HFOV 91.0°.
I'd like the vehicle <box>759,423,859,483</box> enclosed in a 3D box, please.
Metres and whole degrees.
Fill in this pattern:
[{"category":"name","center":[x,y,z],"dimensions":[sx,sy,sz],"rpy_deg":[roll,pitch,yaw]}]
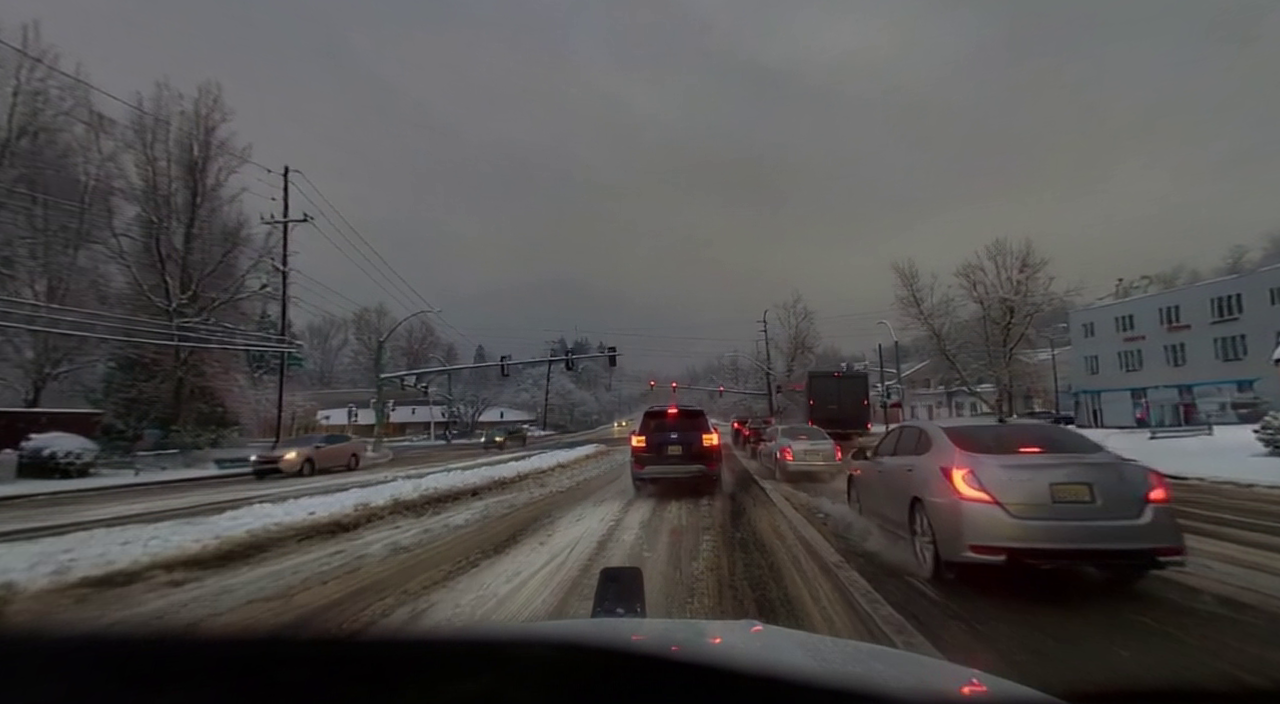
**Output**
[{"category":"vehicle","center":[4.509,2.785,17.450],"dimensions":[1.862,1.451,4.083],"rpy_deg":[0,-9,4]}]

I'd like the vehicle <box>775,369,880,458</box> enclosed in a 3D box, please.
[{"category":"vehicle","center":[9.181,3.348,32.138],"dimensions":[2.965,3.900,9.064],"rpy_deg":[0,-9,3]}]

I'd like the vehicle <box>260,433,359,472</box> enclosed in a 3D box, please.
[{"category":"vehicle","center":[-15.768,4.814,30.331],"dimensions":[1.950,1.713,4.406],"rpy_deg":[-1,-9,7]}]

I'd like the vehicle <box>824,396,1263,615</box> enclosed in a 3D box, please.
[{"category":"vehicle","center":[3.489,1.416,6.789],"dimensions":[2.109,1.500,4.585],"rpy_deg":[-1,-9,7]}]

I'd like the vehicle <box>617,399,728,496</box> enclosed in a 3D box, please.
[{"category":"vehicle","center":[0.884,2.235,14.758],"dimensions":[2.188,1.892,4.488],"rpy_deg":[-1,-9,6]}]

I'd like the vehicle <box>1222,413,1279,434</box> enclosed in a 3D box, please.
[{"category":"vehicle","center":[49.069,5.670,49.725],"dimensions":[1.817,1.438,4.643],"rpy_deg":[-1,-9,3]}]
